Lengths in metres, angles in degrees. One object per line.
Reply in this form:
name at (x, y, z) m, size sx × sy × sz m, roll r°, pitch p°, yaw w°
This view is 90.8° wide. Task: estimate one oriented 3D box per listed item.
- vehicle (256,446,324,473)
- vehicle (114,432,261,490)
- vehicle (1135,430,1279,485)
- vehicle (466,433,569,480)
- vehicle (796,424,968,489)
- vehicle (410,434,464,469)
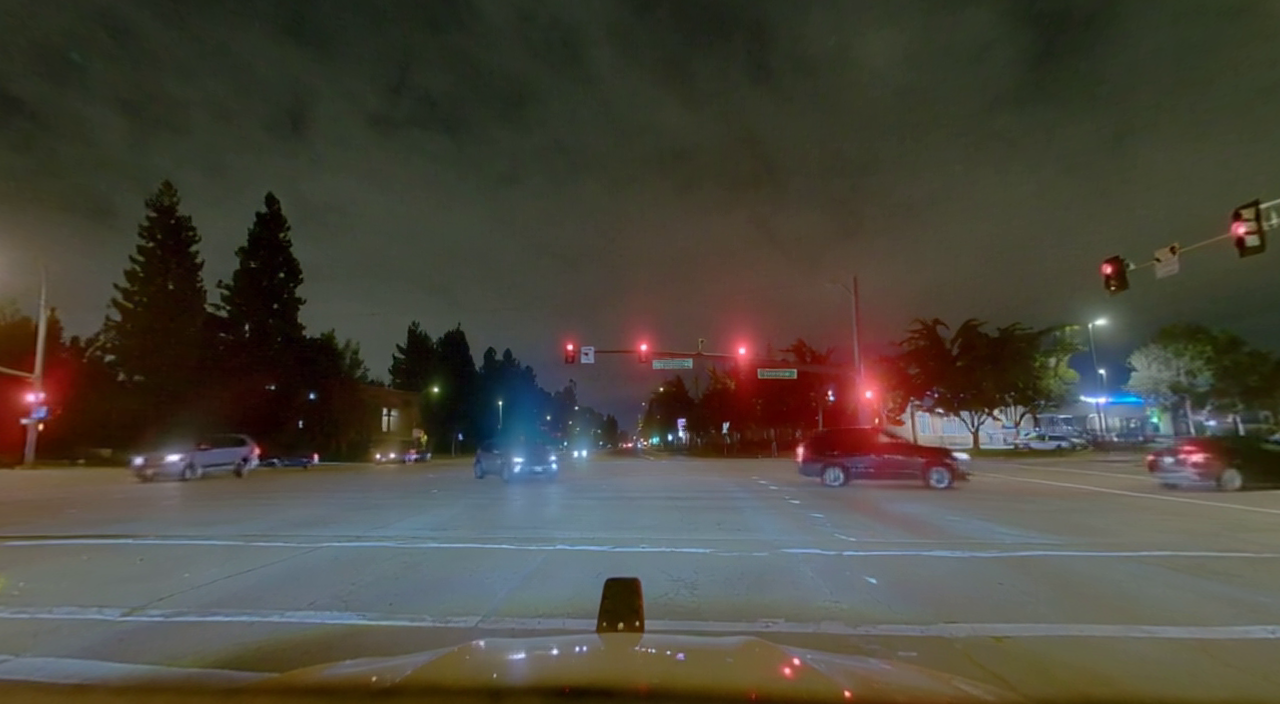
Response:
vehicle at (-23.024, 7.077, 41.740) m, size 1.938 × 1.676 × 4.483 m, roll 0°, pitch -9°, yaw 0°
vehicle at (-16.371, 3.956, 23.245) m, size 1.977 × 1.878 × 4.575 m, roll 0°, pitch -9°, yaw 0°
vehicle at (17.320, 2.995, 18.093) m, size 4.532 × 1.467 × 2.135 m, roll 0°, pitch -9°, yaw -4°
vehicle at (-4.890, 4.104, 24.985) m, size 1.982 × 1.678 × 4.180 m, roll 8°, pitch -12°, yaw -44°
vehicle at (7.536, 3.289, 20.073) m, size 4.767 × 1.877 × 2.017 m, roll -3°, pitch -9°, yaw 19°
vehicle at (-12.205, 6.010, 38.391) m, size 2.223 × 1.972 × 5.310 m, roll 1°, pitch -8°, yaw -8°
